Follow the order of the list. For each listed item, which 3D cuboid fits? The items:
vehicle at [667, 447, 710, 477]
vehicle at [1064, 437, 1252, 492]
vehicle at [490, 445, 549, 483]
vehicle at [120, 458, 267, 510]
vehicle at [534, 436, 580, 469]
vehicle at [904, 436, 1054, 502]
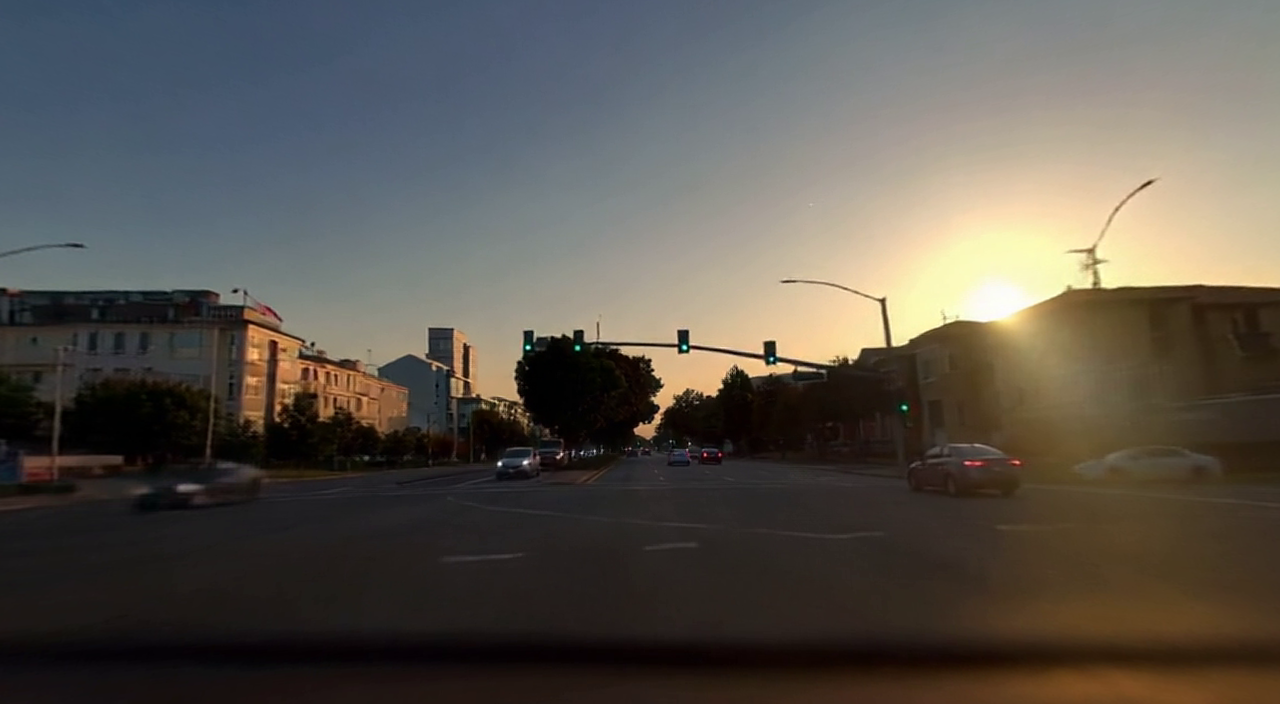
[{"bbox_3d":[2.650,6.143,35.411,1.917,1.538,4.259,0,-9,-2],"label":"vehicle"},{"bbox_3d":[18.965,4.160,23.443,4.805,1.619,1.994,-7,-9,19],"label":"vehicle"},{"bbox_3d":[-5.772,5.388,30.722,1.986,1.502,4.224,-5,-8,0],"label":"vehicle"},{"bbox_3d":[-16.083,4.736,23.160,2.000,1.602,4.626,0,-9,0],"label":"vehicle"},{"bbox_3d":[-5.856,7.191,45.389,2.425,2.167,5.888,-1,-9,1],"label":"vehicle"},{"bbox_3d":[9.443,3.289,18.094,1.798,1.621,4.304,0,-9,-2],"label":"vehicle"}]
